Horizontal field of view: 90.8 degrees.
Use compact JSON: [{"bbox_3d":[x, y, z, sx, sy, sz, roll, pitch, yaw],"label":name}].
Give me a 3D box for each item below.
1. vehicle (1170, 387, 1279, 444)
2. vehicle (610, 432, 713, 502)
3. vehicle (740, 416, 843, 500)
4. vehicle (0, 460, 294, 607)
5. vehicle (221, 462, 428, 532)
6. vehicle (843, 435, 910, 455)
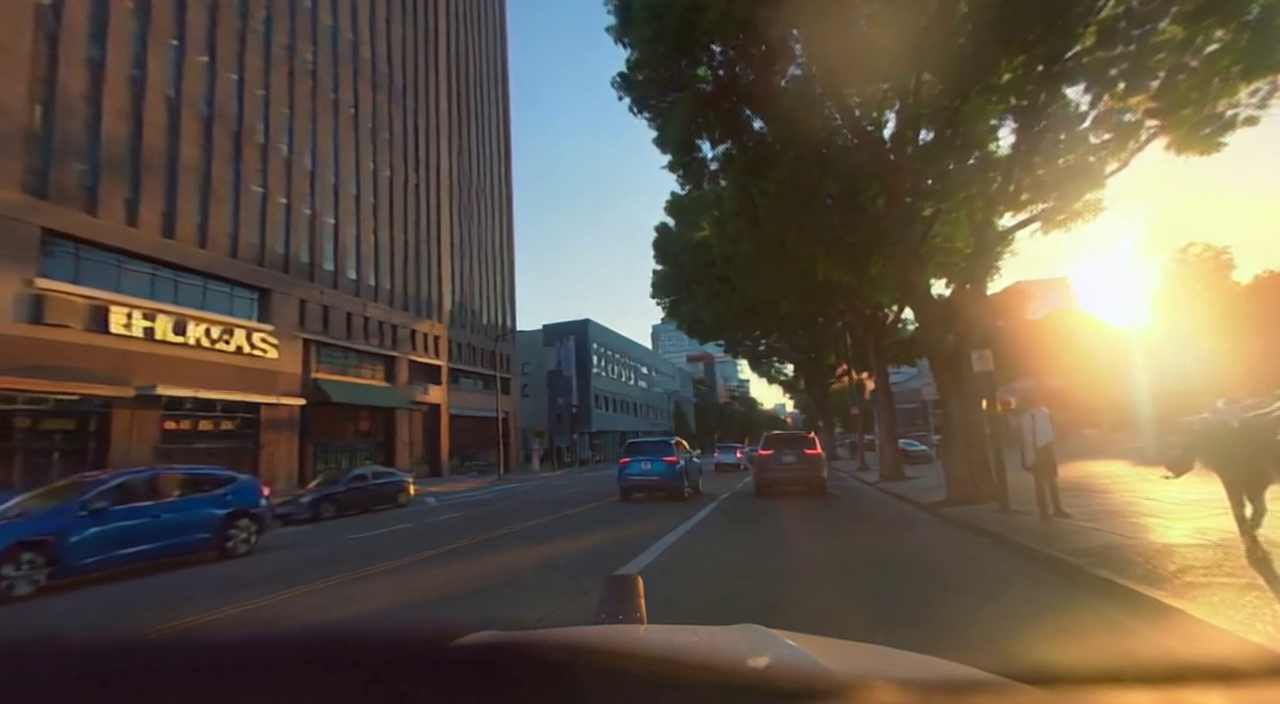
[{"bbox_3d":[16.809,1.683,16.413,4.189,1.395,1.725,-2,-9,13],"label":"vehicle"},{"bbox_3d":[0.745,3.176,17.755,2.023,1.702,4.152,-2,-9,14],"label":"vehicle"},{"bbox_3d":[4.156,2.913,17.583,2.352,1.953,4.796,-2,-9,12],"label":"vehicle"},{"bbox_3d":[-7.432,2.326,8.915,1.857,1.507,4.504,-2,-9,13],"label":"vehicle"},{"bbox_3d":[-8.405,3.881,17.631,2.103,1.514,5.374,-2,-9,14],"label":"vehicle"},{"bbox_3d":[17.809,7.049,47.721,4.426,1.490,1.862,-1,-9,8],"label":"vehicle"}]
